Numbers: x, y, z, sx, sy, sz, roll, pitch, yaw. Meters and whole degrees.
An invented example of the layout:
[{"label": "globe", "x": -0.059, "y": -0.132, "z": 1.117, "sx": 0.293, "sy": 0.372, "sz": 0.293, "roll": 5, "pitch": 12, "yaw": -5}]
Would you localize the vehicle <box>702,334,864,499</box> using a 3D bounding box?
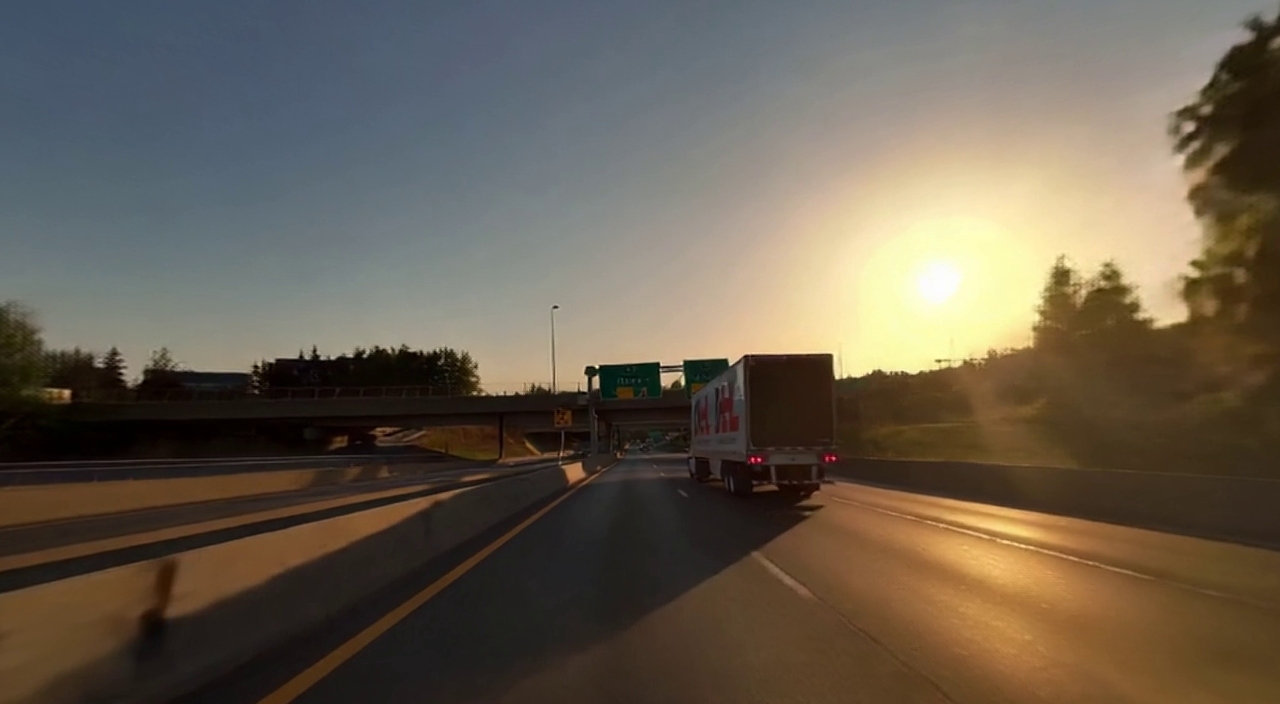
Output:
[{"label": "vehicle", "x": 3.921, "y": 2.187, "z": 19.648, "sx": 2.879, "sy": 4.075, "sz": 8.126, "roll": 0, "pitch": -9, "yaw": -2}]
